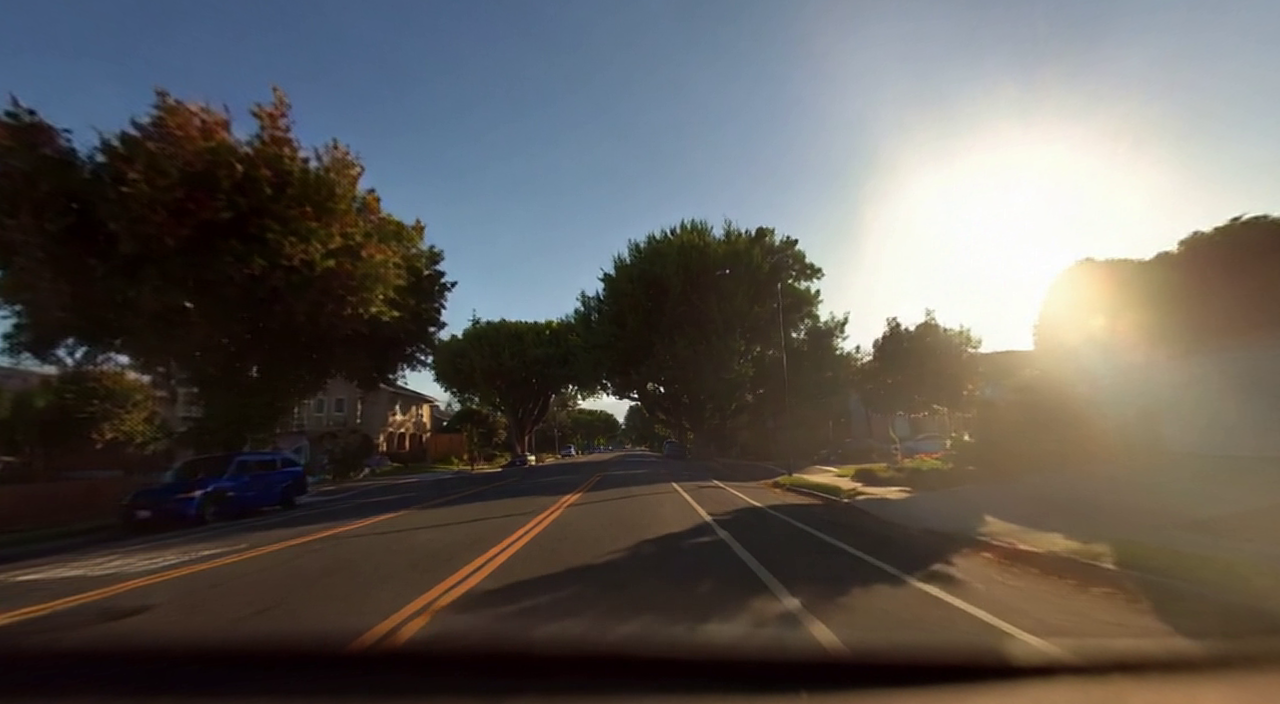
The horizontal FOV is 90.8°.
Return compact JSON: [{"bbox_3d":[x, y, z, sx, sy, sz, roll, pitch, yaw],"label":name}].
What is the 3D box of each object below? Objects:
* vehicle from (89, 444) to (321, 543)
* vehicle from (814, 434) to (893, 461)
[{"bbox_3d":[-11.130,3.566,16.940,2.241,1.944,5.709,-4,-8,0],"label":"vehicle"},{"bbox_3d":[14.345,6.463,42.739,4.635,1.706,1.954,0,-9,2],"label":"vehicle"}]
